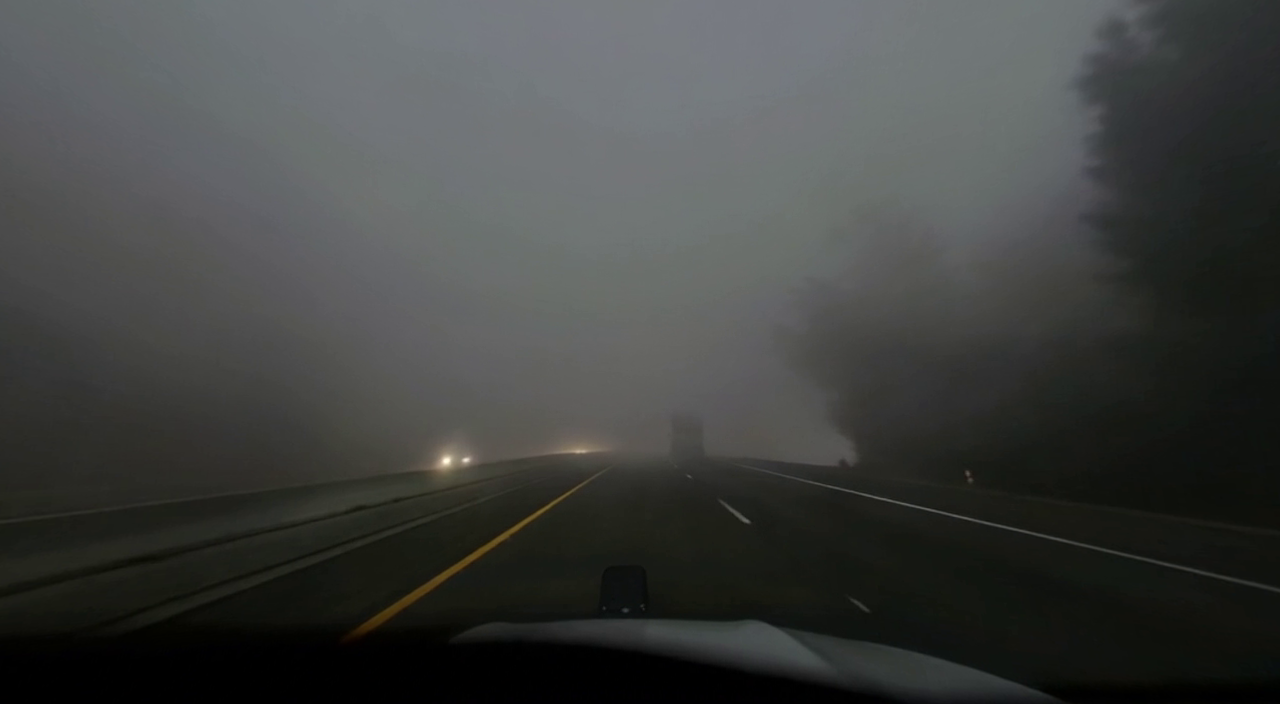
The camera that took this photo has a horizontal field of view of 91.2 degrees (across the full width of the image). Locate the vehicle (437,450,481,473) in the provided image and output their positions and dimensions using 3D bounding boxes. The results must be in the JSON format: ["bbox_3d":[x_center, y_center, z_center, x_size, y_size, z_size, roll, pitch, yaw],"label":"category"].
[{"bbox_3d":[-12.620,7.653,44.037,1.860,1.528,4.016,0,-8,0],"label":"vehicle"}]
